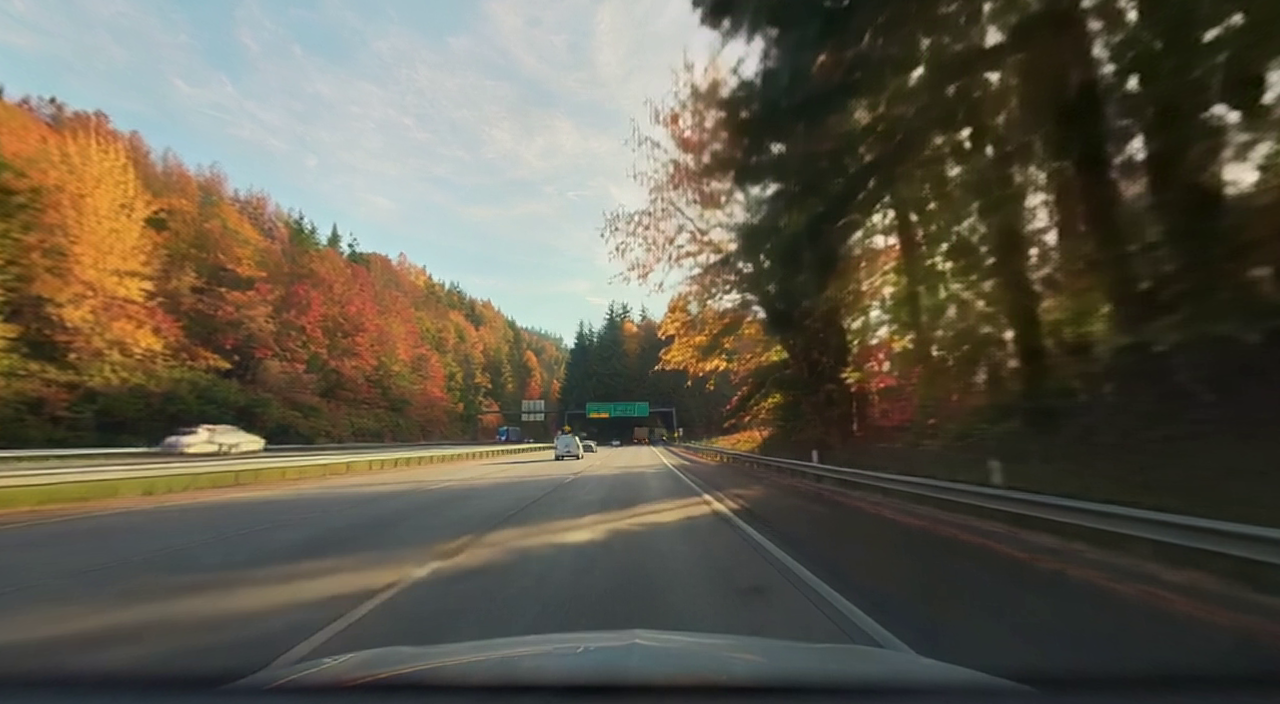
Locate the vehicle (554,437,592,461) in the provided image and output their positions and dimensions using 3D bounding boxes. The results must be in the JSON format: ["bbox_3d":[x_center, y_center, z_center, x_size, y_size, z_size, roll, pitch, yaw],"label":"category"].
[{"bbox_3d":[-4.415,6.428,42.039,2.004,1.497,4.260,0,-8,1],"label":"vehicle"}]
